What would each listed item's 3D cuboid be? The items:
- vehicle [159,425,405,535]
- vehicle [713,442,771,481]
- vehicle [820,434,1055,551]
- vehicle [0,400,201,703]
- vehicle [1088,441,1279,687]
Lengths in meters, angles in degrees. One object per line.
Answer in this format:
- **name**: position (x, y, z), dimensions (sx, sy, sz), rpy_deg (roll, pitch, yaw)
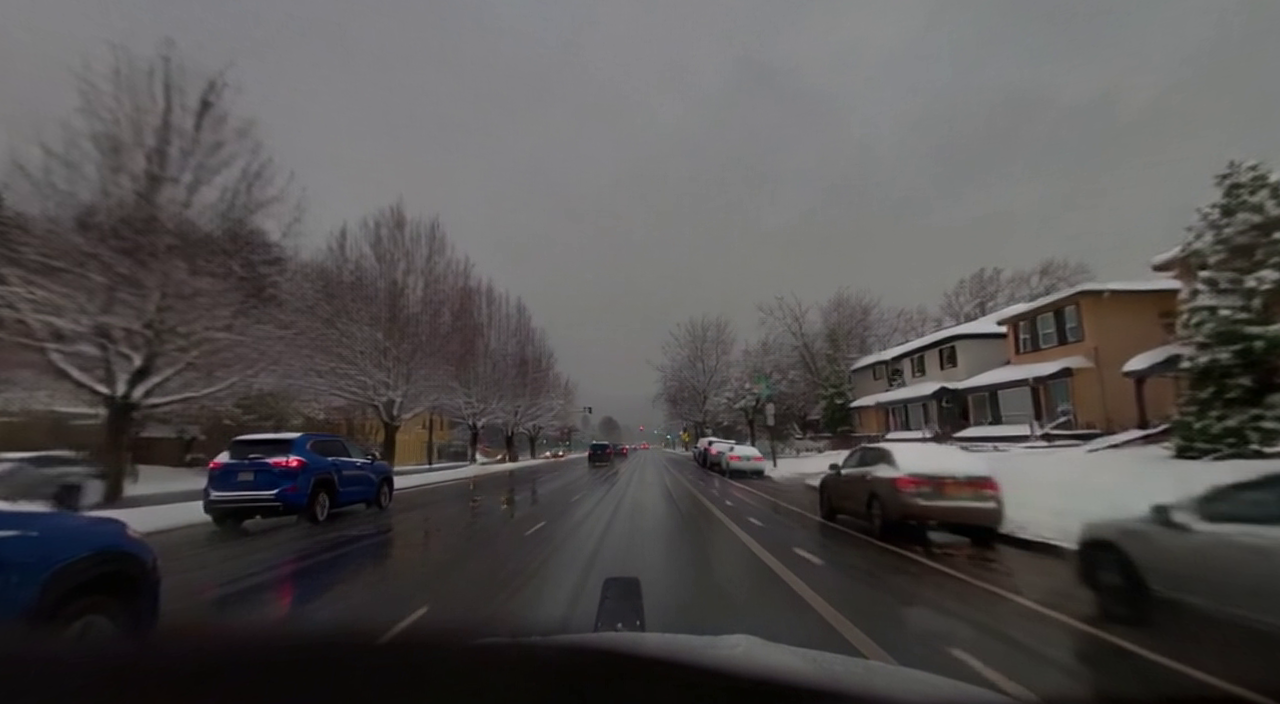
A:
- **vehicle**: position (-6.506, 2.368, 12.237), dimensions (2.034, 1.711, 4.512), rpy_deg (0, -9, 1)
- **vehicle**: position (4.739, 5.164, 29.953), dimensions (1.950, 1.668, 4.414), rpy_deg (0, -9, -1)
- **vehicle**: position (4.819, 2.320, 11.115), dimensions (1.934, 1.612, 4.477), rpy_deg (0, -9, 0)
- **vehicle**: position (-3.143, 0.694, 0.741), dimensions (1.982, 1.478, 4.465), rpy_deg (0, -9, 1)
- **vehicle**: position (4.726, 1.171, 3.127), dimensions (1.824, 1.453, 4.374), rpy_deg (0, -9, 1)
